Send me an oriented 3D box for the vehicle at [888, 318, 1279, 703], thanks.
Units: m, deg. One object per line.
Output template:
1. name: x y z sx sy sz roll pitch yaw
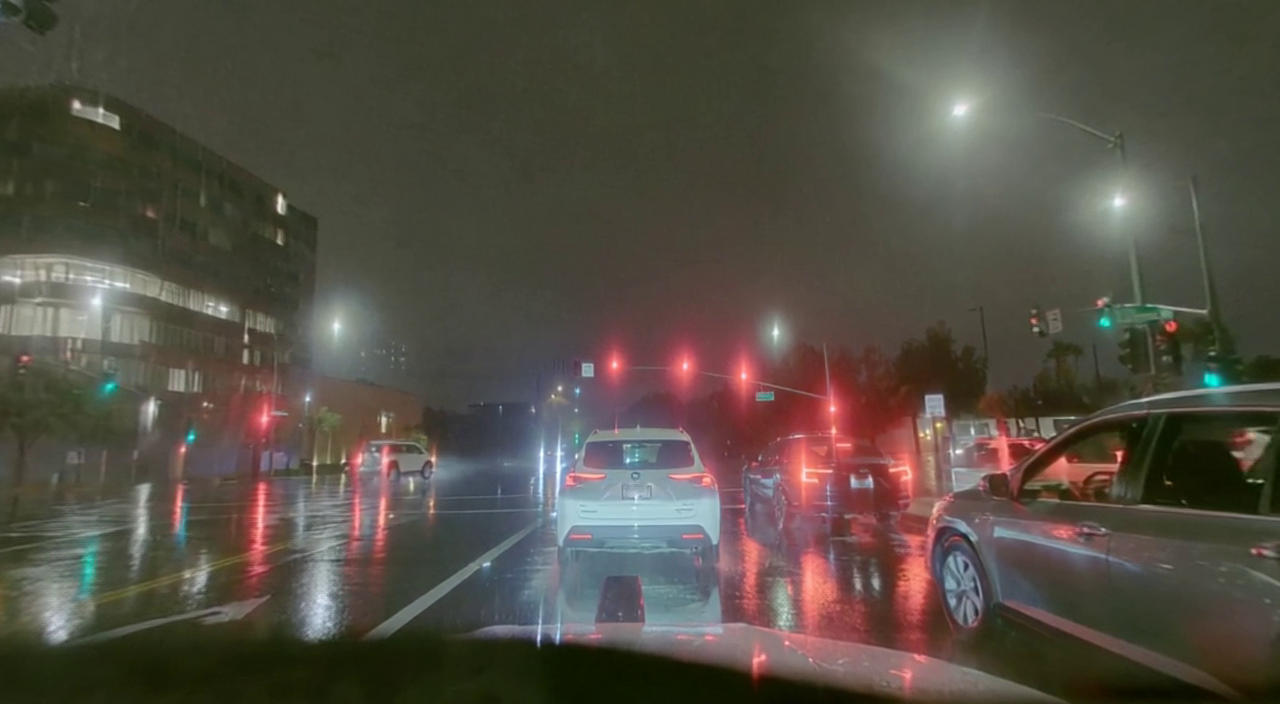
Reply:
1. vehicle: 3.002 0.865 2.660 2.103 1.701 4.294 0 -8 -1

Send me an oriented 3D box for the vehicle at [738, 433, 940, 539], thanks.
1. vehicle: 3.153 2.209 11.128 2.001 1.463 4.398 0 -8 -2

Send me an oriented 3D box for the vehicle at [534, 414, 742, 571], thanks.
1. vehicle: -0.068 1.782 8.747 2.188 1.637 4.027 0 -8 -1

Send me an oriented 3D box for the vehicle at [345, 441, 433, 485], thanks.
1. vehicle: -11.491 4.984 28.798 2.021 1.837 4.448 8 -12 -44
